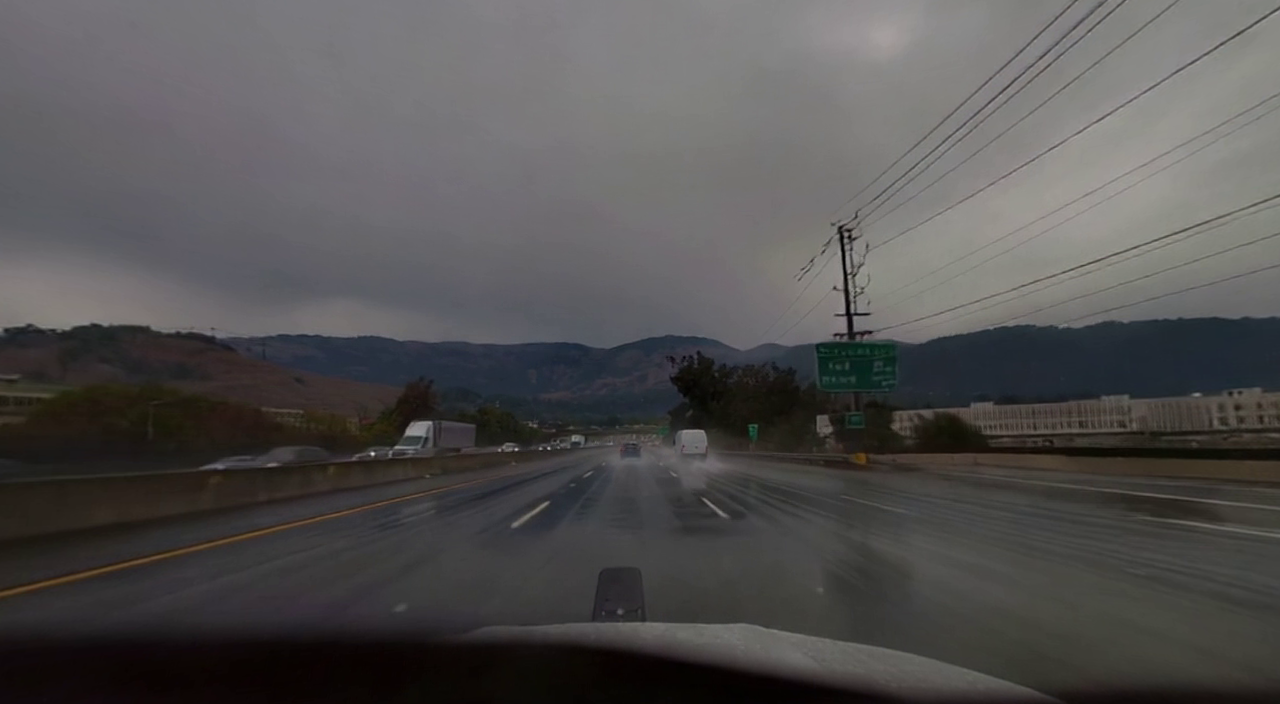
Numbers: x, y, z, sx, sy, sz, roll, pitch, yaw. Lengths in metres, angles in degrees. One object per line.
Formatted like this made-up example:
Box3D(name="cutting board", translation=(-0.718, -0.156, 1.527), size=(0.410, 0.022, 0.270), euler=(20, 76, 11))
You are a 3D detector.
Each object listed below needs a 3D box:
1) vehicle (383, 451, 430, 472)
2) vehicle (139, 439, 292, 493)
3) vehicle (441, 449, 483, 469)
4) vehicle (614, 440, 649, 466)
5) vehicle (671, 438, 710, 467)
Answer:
Box3D(name="vehicle", translation=(-17.680, 8.286, 48.027), size=(1.825, 1.456, 4.451), euler=(0, -9, 0))
Box3D(name="vehicle", translation=(-13.724, 3.700, 20.831), size=(1.968, 1.563, 4.376), euler=(0, -9, 0))
Box3D(name="vehicle", translation=(-13.935, 8.379, 49.609), size=(1.878, 1.462, 4.573), euler=(0, -9, 1))
Box3D(name="vehicle", translation=(-0.610, 7.140, 44.725), size=(2.325, 1.712, 4.592), euler=(0, -9, -1))
Box3D(name="vehicle", translation=(3.226, 6.568, 41.340), size=(2.036, 1.796, 4.470), euler=(0, -9, -2))
